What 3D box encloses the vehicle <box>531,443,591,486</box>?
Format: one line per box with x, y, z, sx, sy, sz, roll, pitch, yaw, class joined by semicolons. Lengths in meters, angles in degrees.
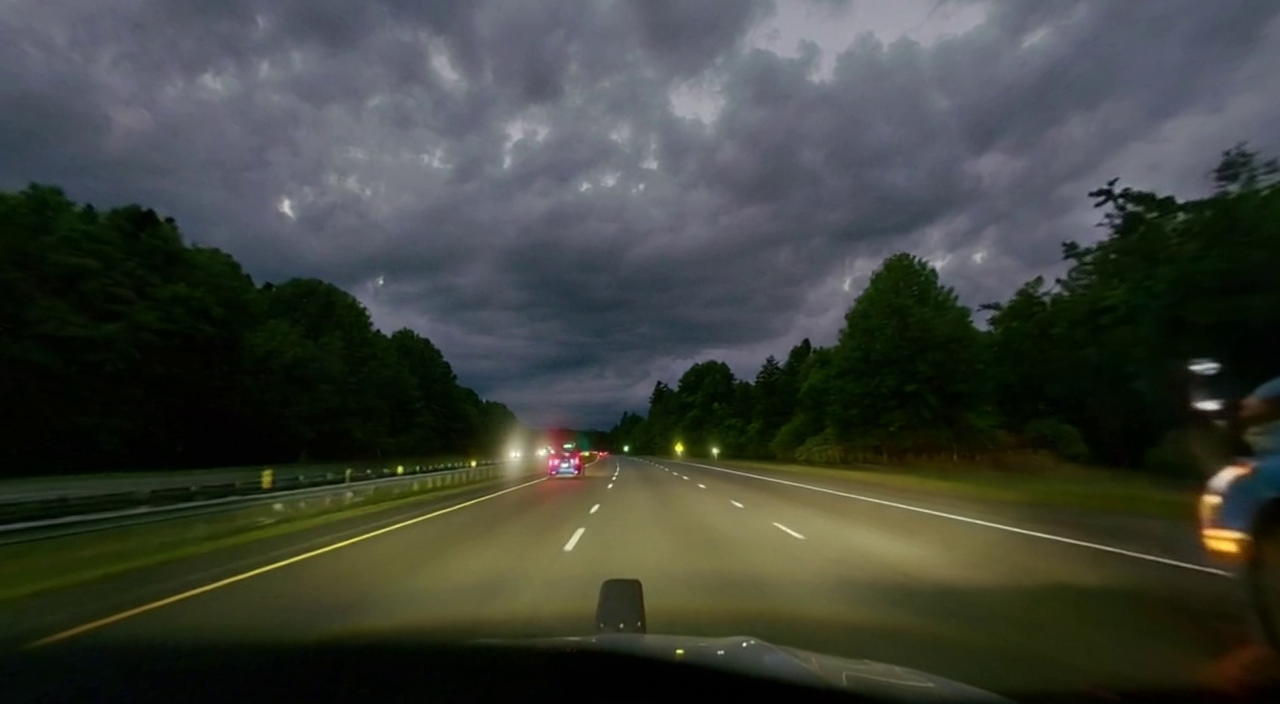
-3.307;4.828;27.318;2.115;1.670;4.261;0;-9;-1;vehicle
